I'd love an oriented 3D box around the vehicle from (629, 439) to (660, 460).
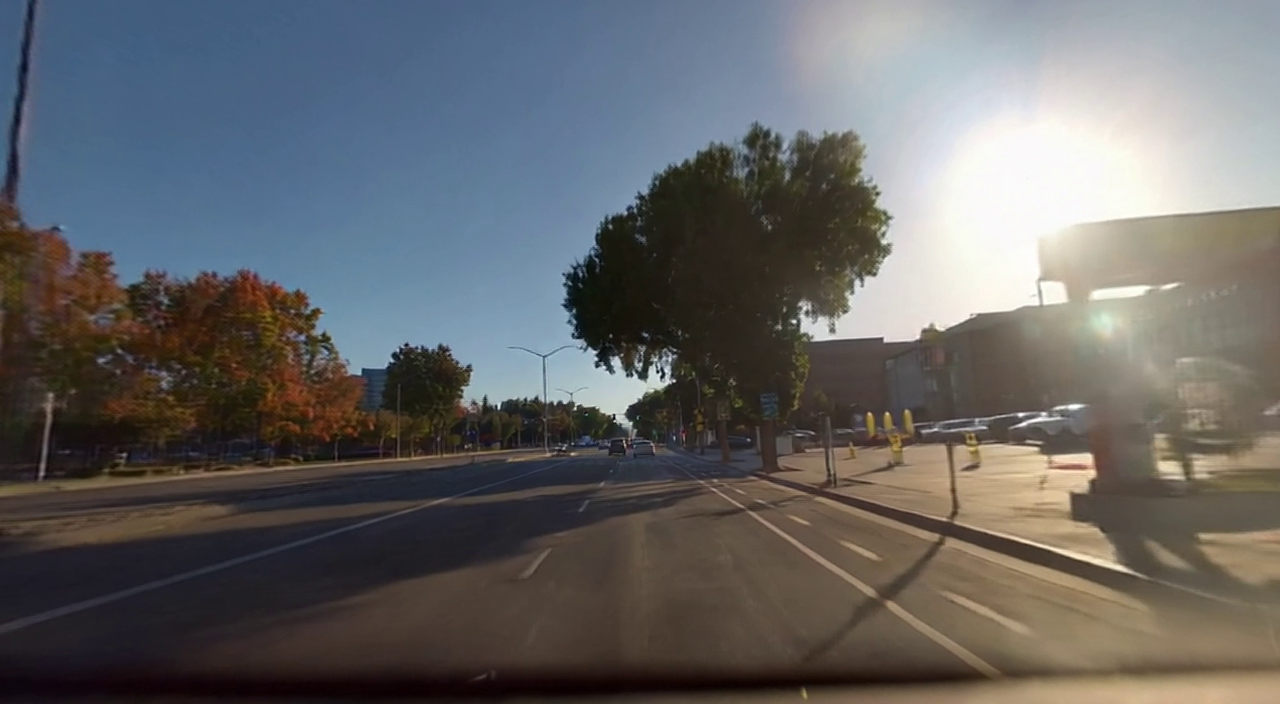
[{"bbox_3d":[0.306,6.995,45.432,2.115,1.461,3.976,0,-8,-1],"label":"vehicle"}]
